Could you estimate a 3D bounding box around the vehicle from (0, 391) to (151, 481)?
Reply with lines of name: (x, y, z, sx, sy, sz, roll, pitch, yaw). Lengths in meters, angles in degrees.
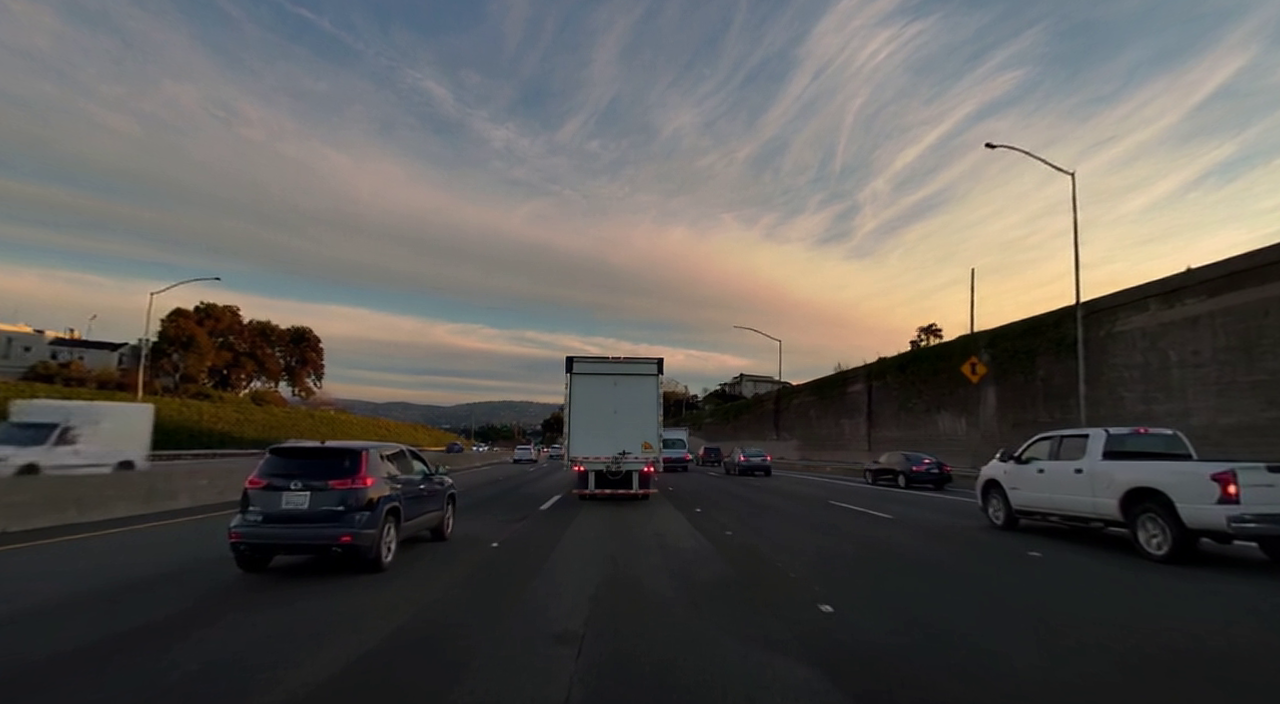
vehicle: (-19.658, 2.853, 20.975, 2.176, 2.594, 5.800, 0, -9, -2)

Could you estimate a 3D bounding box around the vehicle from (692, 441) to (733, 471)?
vehicle: (5.476, 7.940, 48.488, 2.297, 2.116, 5.052, 0, -9, -3)

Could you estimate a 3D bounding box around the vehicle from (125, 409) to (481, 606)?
vehicle: (-3.365, 1.621, 7.446, 1.946, 1.641, 4.105, 0, -9, -1)

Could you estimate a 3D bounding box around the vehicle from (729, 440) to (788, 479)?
vehicle: (6.116, 5.612, 33.183, 2.070, 1.888, 4.546, 0, -9, -2)

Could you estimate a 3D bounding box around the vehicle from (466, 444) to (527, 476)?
vehicle: (-7.240, 5.502, 32.428, 1.973, 1.471, 4.779, 0, -9, 0)

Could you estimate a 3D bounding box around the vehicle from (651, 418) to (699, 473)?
vehicle: (2.342, 6.674, 45.146, 2.669, 3.491, 8.645, 0, -9, -2)

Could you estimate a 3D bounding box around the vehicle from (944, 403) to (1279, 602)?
vehicle: (6.316, 1.700, 8.135, 2.188, 1.731, 5.031, 0, -9, -1)

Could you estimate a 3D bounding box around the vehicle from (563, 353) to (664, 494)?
vehicle: (-0.770, 2.856, 23.616, 2.906, 4.040, 10.743, 0, -9, 0)
